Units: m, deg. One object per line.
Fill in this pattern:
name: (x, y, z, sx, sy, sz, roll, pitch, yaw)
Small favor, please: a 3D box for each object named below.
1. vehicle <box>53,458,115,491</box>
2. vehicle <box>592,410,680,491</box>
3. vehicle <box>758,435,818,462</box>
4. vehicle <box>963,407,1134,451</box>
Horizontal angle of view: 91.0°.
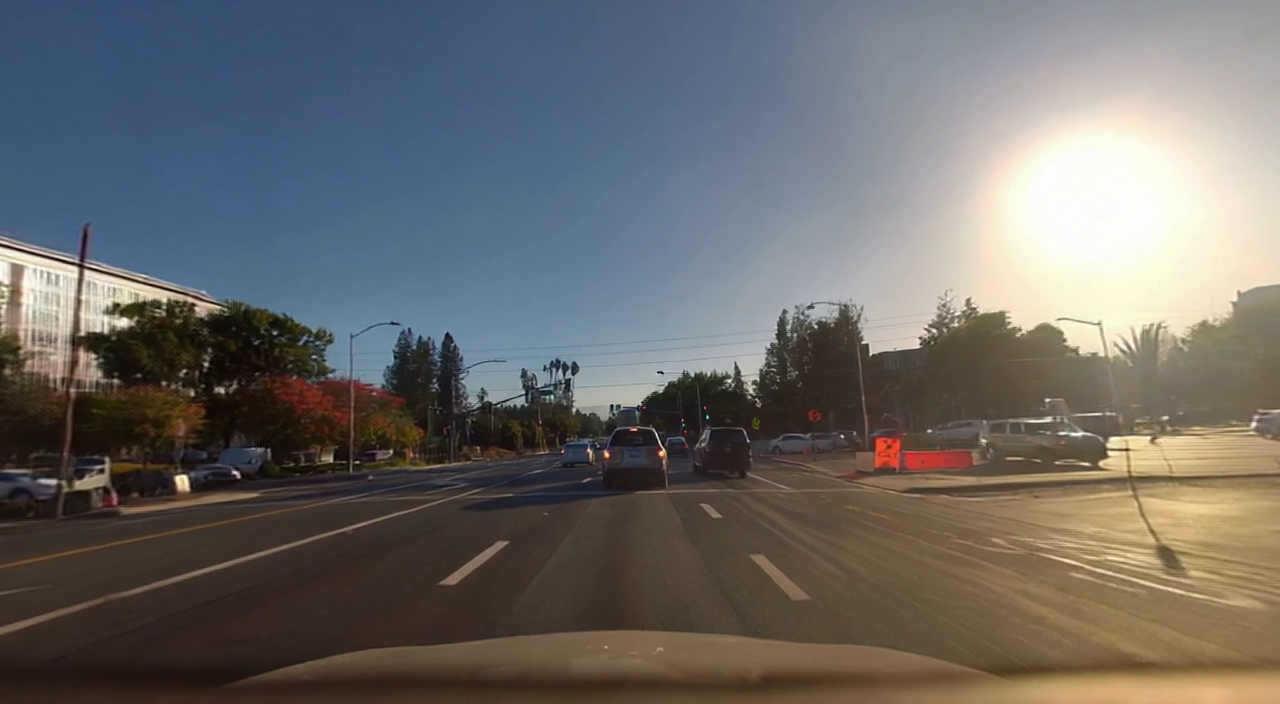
vehicle: (-33.363, 7.285, 37.720, 4.692, 1.720, 1.941, -7, -11, 40)
vehicle: (-0.220, 3.066, 19.763, 2.350, 2.122, 5.801, 0, -9, -2)
vehicle: (9.034, 5.834, 38.221, 2.145, 1.503, 4.267, -6, -10, 33)
vehicle: (14.907, 2.899, 23.219, 4.986, 1.467, 2.025, -6, -10, 34)
